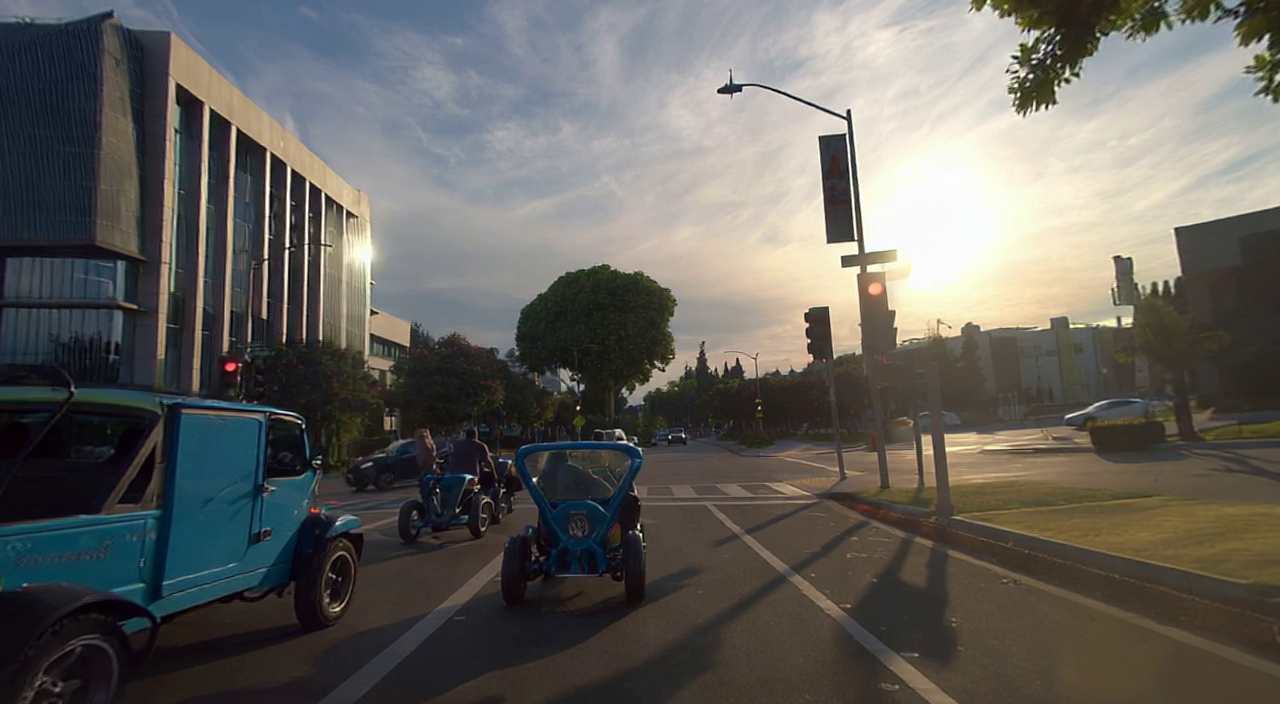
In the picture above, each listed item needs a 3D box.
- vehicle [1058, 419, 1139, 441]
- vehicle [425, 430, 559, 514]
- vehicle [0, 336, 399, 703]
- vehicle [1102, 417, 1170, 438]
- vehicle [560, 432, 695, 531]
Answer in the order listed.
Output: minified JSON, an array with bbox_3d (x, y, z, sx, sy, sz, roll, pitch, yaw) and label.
[{"bbox_3d":[30.729,5.269,42.101,1.751,1.420,4.027,8,-12,-43],"label":"vehicle"},{"bbox_3d":[-3.180,2.656,14.393,1.935,1.615,4.073,-1,-8,2],"label":"vehicle"},{"bbox_3d":[-3.608,1.130,4.442,2.000,1.809,4.405,0,-8,0],"label":"vehicle"},{"bbox_3d":[36.761,5.606,46.567,1.625,1.449,3.557,6,-11,-38],"label":"vehicle"},{"bbox_3d":[-0.158,2.256,11.534,2.025,1.458,4.085,0,-8,1],"label":"vehicle"}]
